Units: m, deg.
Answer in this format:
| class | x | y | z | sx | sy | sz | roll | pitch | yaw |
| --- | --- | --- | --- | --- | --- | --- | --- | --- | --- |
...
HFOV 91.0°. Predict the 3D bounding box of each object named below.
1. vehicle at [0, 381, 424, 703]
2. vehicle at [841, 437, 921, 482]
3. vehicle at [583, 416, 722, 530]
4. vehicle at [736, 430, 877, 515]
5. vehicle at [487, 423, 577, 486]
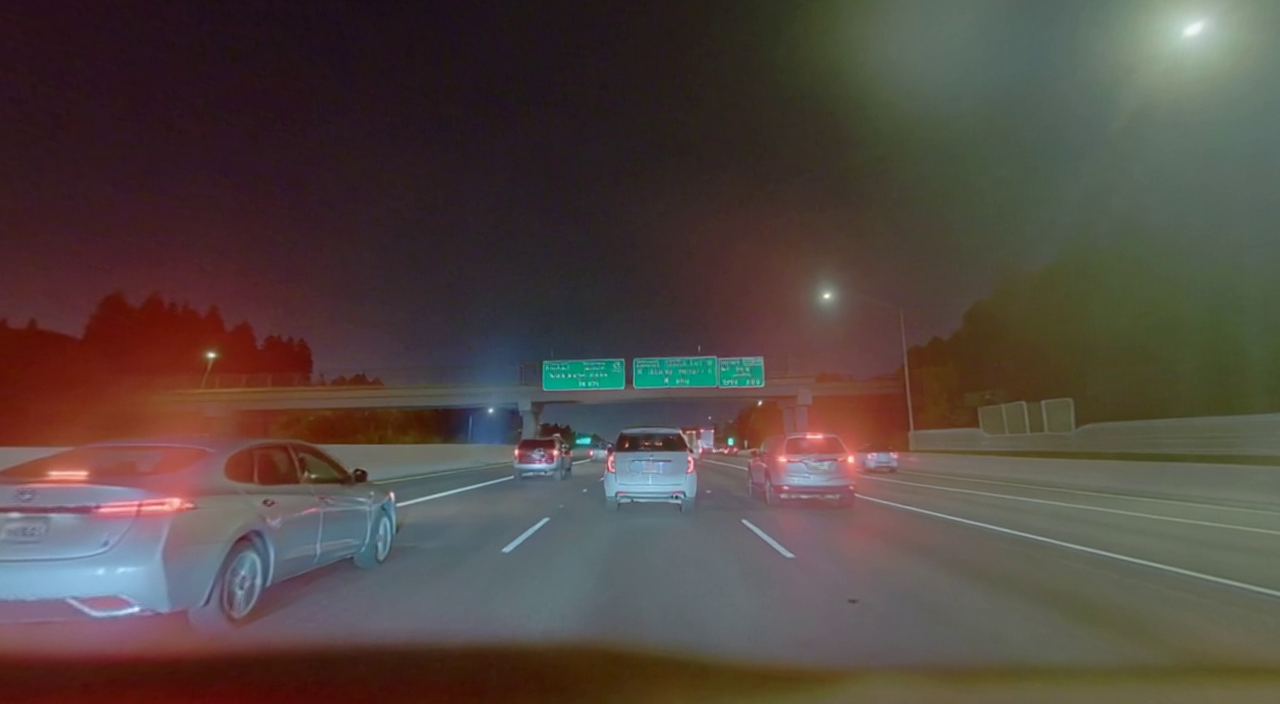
| class | x | y | z | sx | sy | sz | roll | pitch | yaw |
| --- | --- | --- | --- | --- | --- | --- | --- | --- | --- |
| vehicle | -3.634 | 1.266 | 5.075 | 2.014 | 1.579 | 4.761 | 0 | -9 | 1 |
| vehicle | 10.522 | 4.727 | 27.887 | 1.977 | 1.795 | 4.208 | 0 | -9 | 2 |
| vehicle | 0.220 | 2.228 | 12.079 | 2.181 | 1.756 | 4.167 | 0 | -9 | 0 |
| vehicle | 3.626 | 2.725 | 14.711 | 2.022 | 1.633 | 4.651 | 0 | -9 | 0 |
| vehicle | -3.929 | 3.886 | 24.120 | 2.212 | 2.101 | 6.052 | 0 | -9 | 1 |
